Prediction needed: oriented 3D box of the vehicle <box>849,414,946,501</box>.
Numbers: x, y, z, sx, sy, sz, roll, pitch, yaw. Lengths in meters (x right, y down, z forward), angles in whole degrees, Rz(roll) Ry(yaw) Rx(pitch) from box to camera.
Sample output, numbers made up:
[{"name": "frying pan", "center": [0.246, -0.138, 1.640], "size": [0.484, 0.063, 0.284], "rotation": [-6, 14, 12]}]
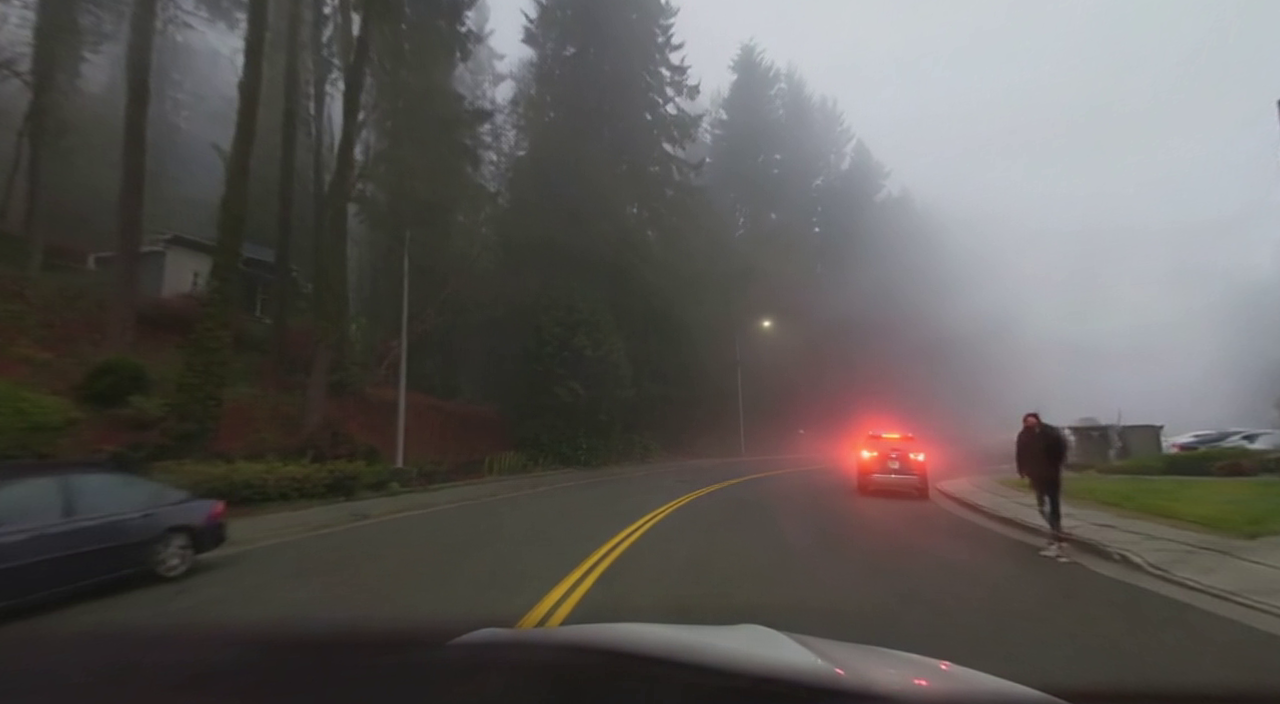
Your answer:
[{"name": "vehicle", "center": [7.283, 3.007, 18.228], "size": [2.043, 2.250, 3.024], "rotation": [-2, -9, 13]}]

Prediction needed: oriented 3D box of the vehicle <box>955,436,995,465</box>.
[{"name": "vehicle", "center": [22.238, 6.550, 41.849], "size": [1.922, 1.785, 4.513], "rotation": [-6, -12, 31]}]

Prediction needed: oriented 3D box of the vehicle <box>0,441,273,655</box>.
[{"name": "vehicle", "center": [-5.388, 1.483, 5.199], "size": [1.930, 1.487, 4.213], "rotation": [0, -9, 5]}]
